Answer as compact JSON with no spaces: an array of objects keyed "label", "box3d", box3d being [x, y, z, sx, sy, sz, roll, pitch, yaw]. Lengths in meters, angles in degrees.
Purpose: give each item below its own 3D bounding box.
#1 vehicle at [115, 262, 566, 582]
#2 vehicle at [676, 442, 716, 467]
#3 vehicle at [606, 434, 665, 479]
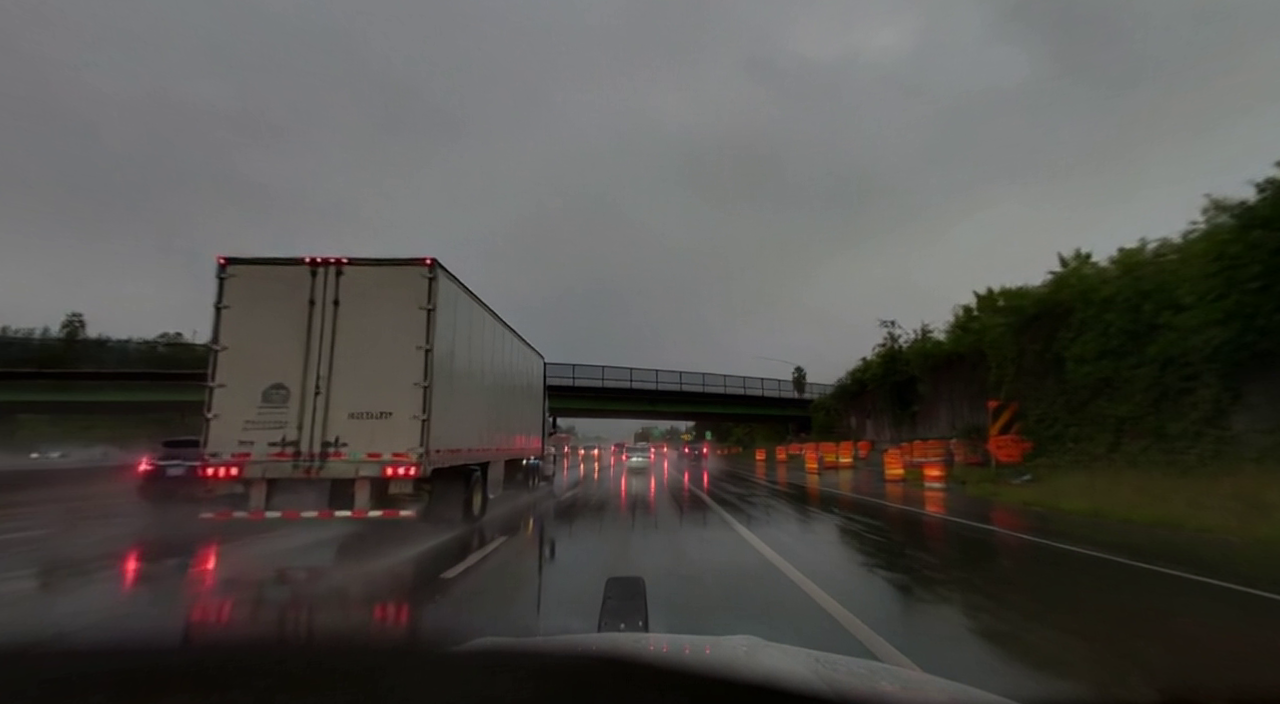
[{"label":"vehicle","box3d":[-3.672,1.449,12.013,3.075,3.276,11.073,0,-8,1]},{"label":"vehicle","box3d":[3.415,6.373,39.334,2.003,1.465,4.092,0,-8,-1]},{"label":"vehicle","box3d":[-0.182,4.329,26.436,2.270,1.696,4.061,0,-8,0]}]
